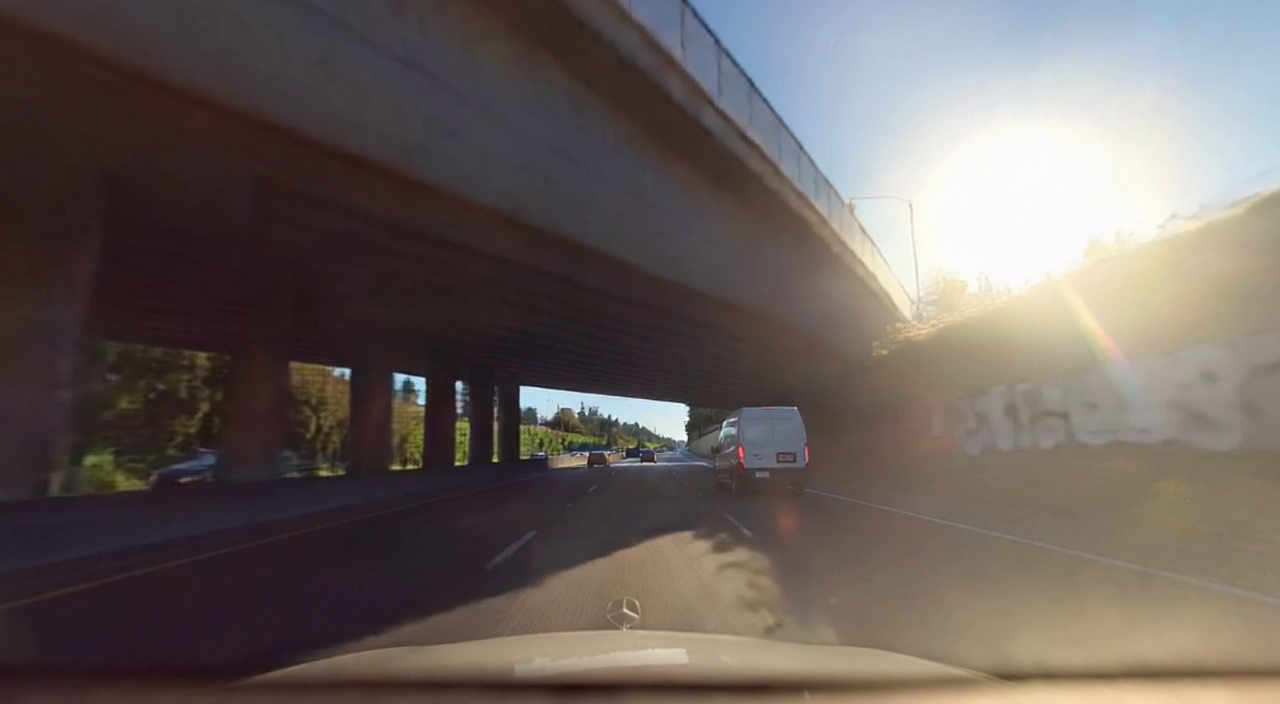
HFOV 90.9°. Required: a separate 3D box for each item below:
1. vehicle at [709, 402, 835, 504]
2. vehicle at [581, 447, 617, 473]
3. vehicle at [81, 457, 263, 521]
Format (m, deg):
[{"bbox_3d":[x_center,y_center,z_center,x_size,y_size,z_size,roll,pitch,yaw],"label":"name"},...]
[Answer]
[{"bbox_3d":[3.685,3.024,19.004,2.469,2.591,5.653,0,-9,-1],"label":"vehicle"},{"bbox_3d":[-2.661,7.117,41.831,1.964,1.618,4.489,0,-9,2],"label":"vehicle"},{"bbox_3d":[-11.869,3.459,16.346,1.831,1.411,3.665,0,-9,0],"label":"vehicle"}]
